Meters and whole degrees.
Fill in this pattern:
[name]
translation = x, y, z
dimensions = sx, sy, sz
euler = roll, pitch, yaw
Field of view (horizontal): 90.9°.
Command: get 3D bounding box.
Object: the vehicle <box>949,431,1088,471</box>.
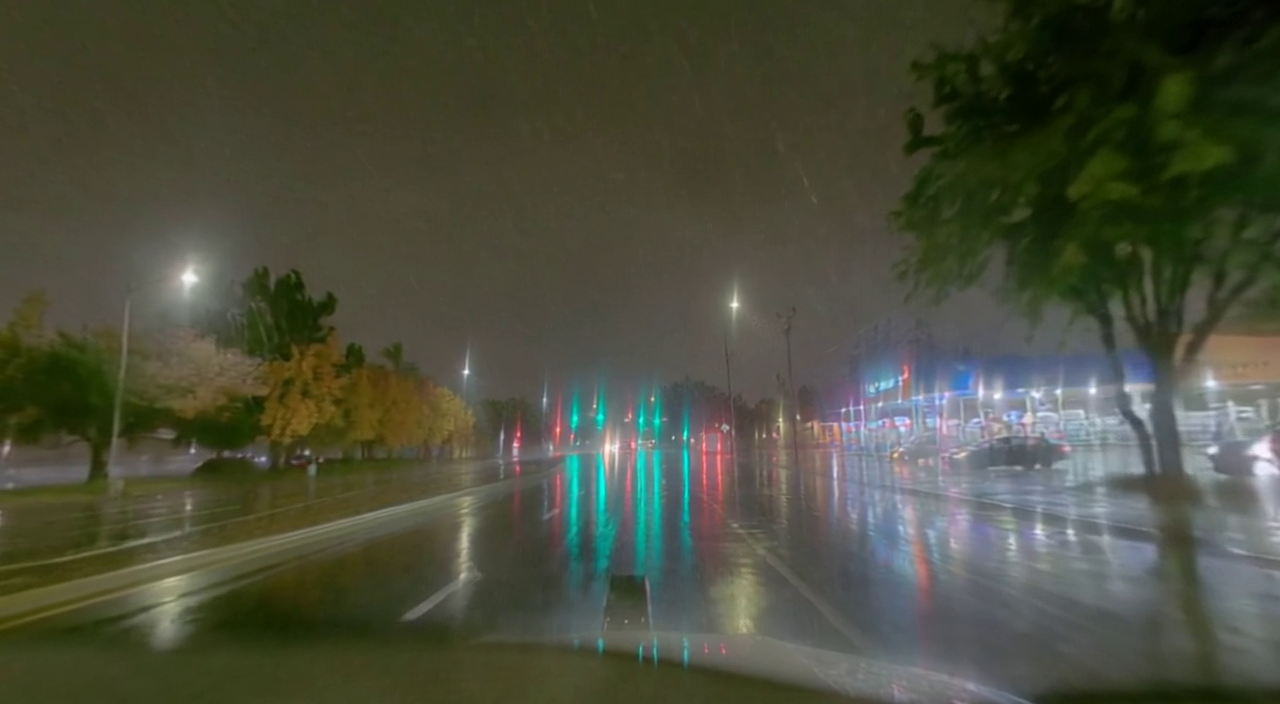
[vehicle]
translation = 15.201, 3.964, 25.403
dimensions = 4.510, 1.517, 2.035
euler = 1, -8, -12
